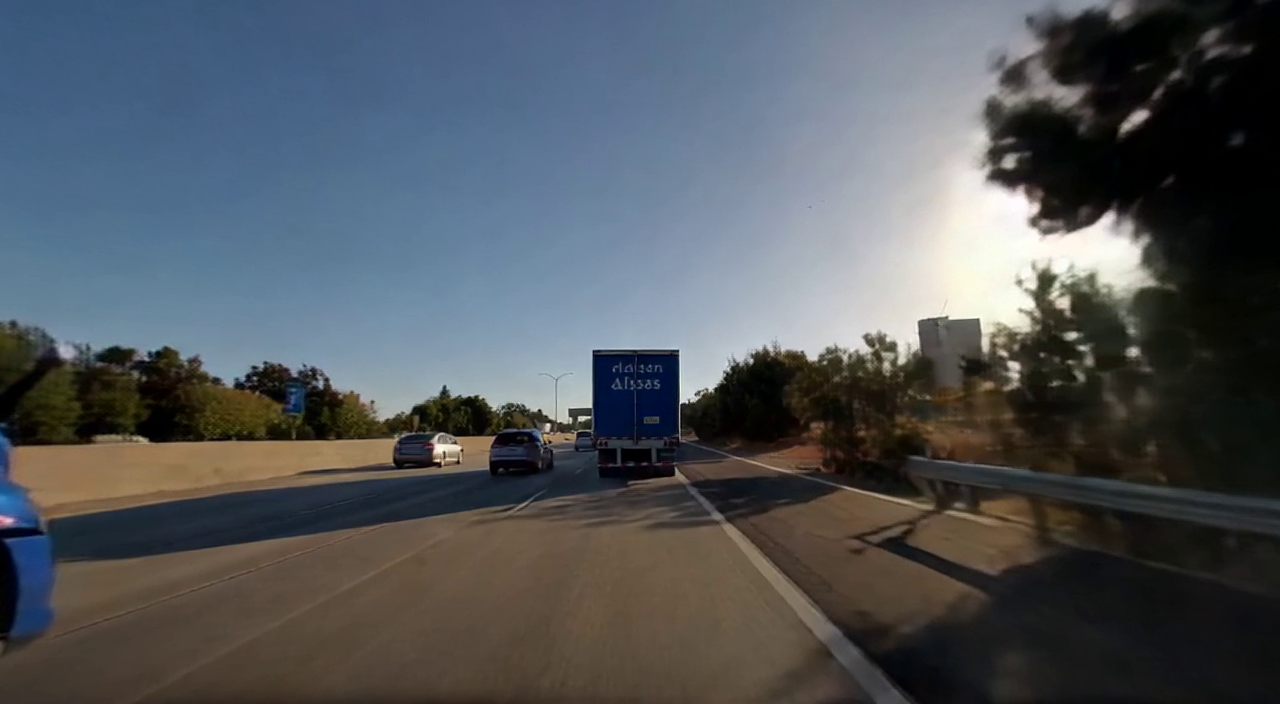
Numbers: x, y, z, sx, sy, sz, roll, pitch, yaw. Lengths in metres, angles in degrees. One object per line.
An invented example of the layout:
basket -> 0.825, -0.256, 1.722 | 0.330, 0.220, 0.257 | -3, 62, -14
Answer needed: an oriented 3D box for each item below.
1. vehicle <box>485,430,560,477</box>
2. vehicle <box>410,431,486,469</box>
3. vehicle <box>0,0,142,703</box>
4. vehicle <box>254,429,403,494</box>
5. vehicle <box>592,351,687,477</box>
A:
vehicle -> -4.030, 3.541, 22.220 | 1.933, 1.492, 3.838 | 0, -8, -1
vehicle -> -8.492, 4.355, 28.249 | 1.976, 1.510, 4.604 | 0, -8, 0
vehicle -> -4.381, -0.510, 0.522 | 3.007, 4.031, 6.044 | 0, -7, -3
vehicle -> -8.090, 2.837, 16.815 | 1.943, 1.500, 4.011 | 0, -8, -1
vehicle -> -0.199, 2.727, 26.063 | 3.118, 4.106, 10.719 | 0, -8, -2
